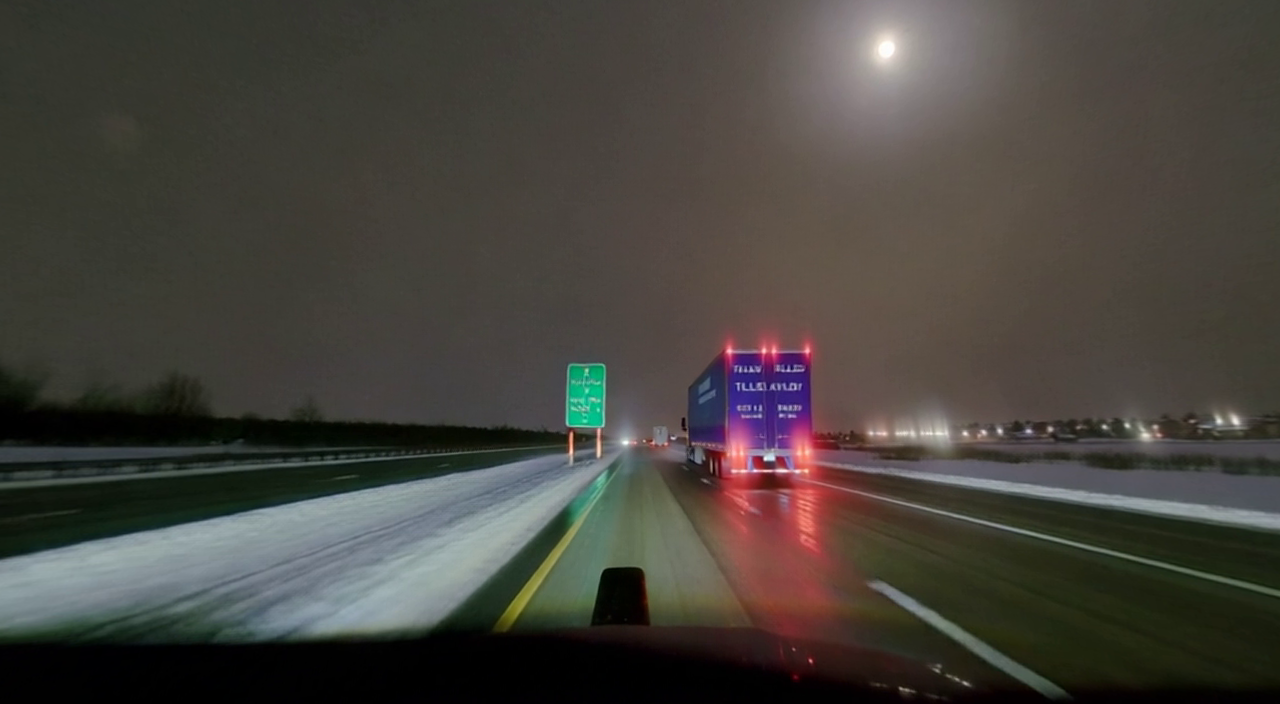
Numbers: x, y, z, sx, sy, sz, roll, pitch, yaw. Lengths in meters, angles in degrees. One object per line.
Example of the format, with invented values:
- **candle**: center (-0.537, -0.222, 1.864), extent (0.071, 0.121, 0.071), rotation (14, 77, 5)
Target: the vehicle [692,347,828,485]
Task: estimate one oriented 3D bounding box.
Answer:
- **vehicle**: center (4.101, 2.873, 25.661), extent (3.006, 4.093, 14.142), rotation (0, -8, 1)
